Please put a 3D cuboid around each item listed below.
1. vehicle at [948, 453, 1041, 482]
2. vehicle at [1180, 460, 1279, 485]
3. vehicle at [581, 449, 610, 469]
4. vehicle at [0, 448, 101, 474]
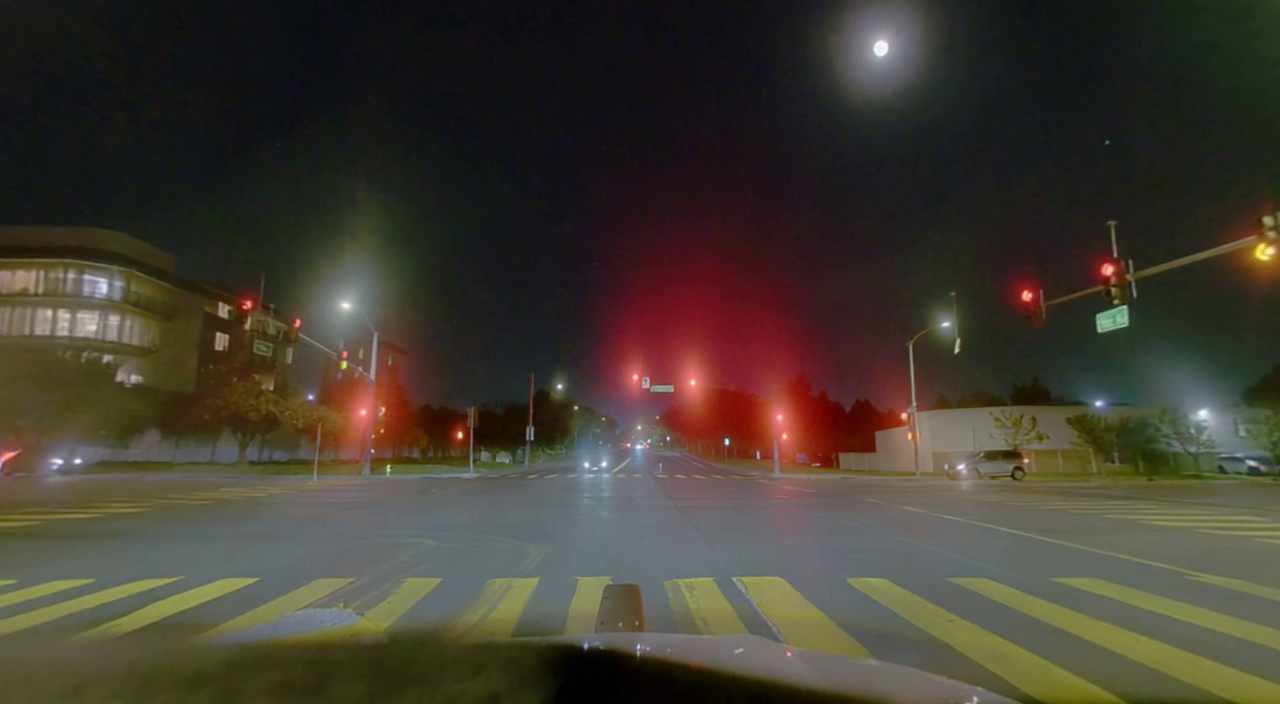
[{"bbox_3d":[21.118,6.870,37.576,4.447,1.623,1.801,0,-9,-3],"label":"vehicle"},{"bbox_3d":[36.239,7.307,38.278,4.976,1.428,1.929,0,-8,-2],"label":"vehicle"},{"bbox_3d":[-3.423,8.353,49.194,1.908,1.441,4.142,0,-8,1],"label":"vehicle"},{"bbox_3d":[-35.116,6.419,37.201,4.741,1.447,1.807,0,-9,0],"label":"vehicle"}]
